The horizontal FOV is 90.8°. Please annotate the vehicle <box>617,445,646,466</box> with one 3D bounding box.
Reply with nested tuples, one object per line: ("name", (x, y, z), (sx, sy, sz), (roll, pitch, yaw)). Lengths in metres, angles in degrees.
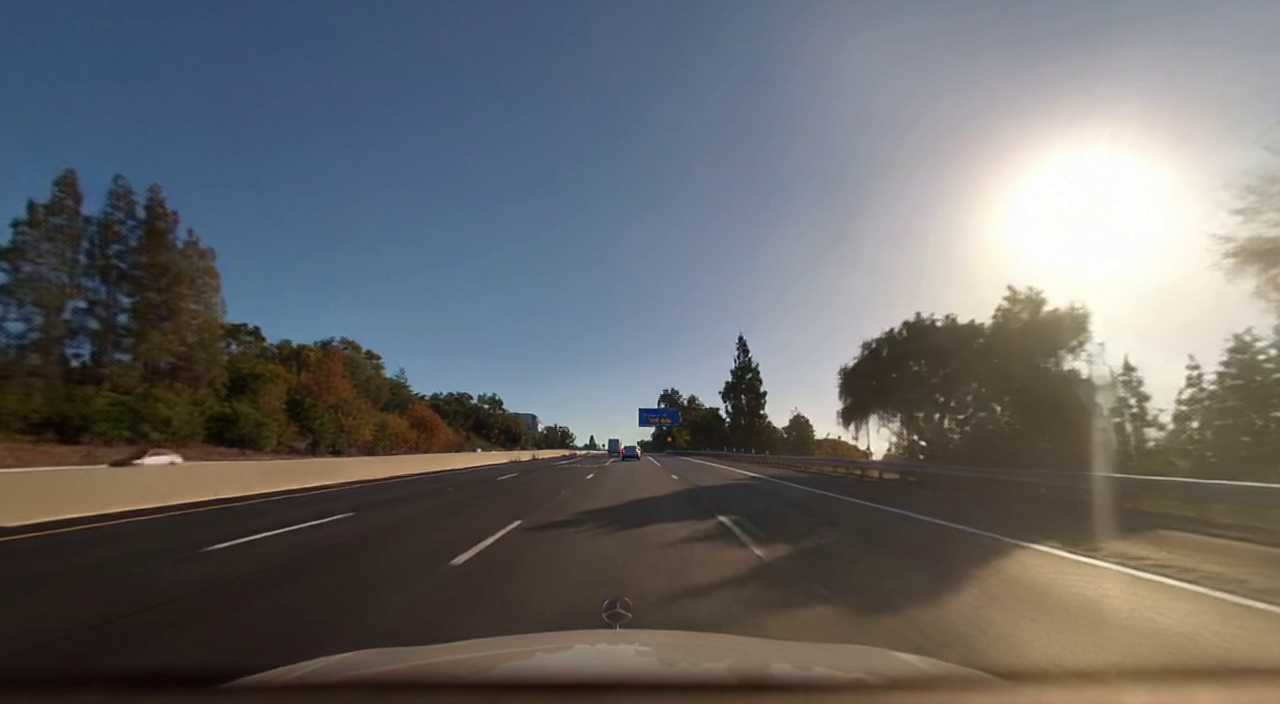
("vehicle", (-0.642, 7.775, 47.512), (2.080, 1.468, 3.884), (0, -8, -1))
